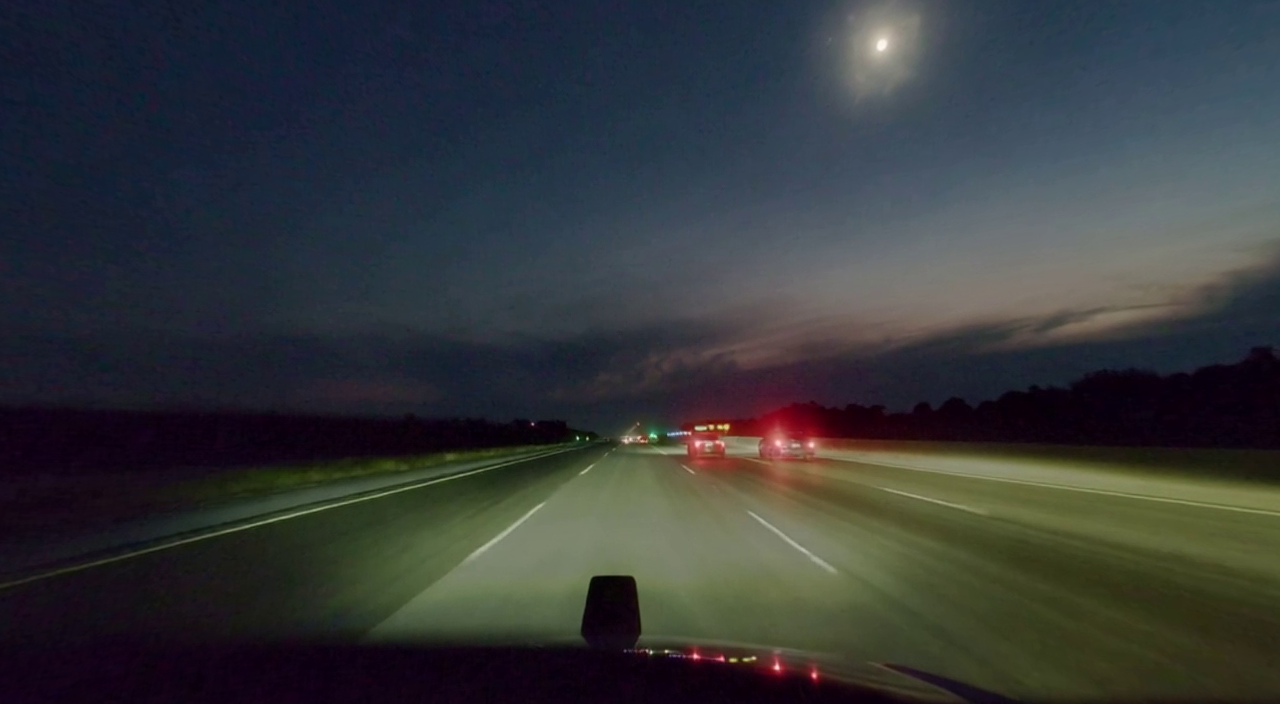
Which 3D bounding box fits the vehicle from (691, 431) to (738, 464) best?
[{"bbox_3d":[3.582,4.650,30.816,1.802,1.492,3.804,0,-7,-1],"label":"vehicle"}]
